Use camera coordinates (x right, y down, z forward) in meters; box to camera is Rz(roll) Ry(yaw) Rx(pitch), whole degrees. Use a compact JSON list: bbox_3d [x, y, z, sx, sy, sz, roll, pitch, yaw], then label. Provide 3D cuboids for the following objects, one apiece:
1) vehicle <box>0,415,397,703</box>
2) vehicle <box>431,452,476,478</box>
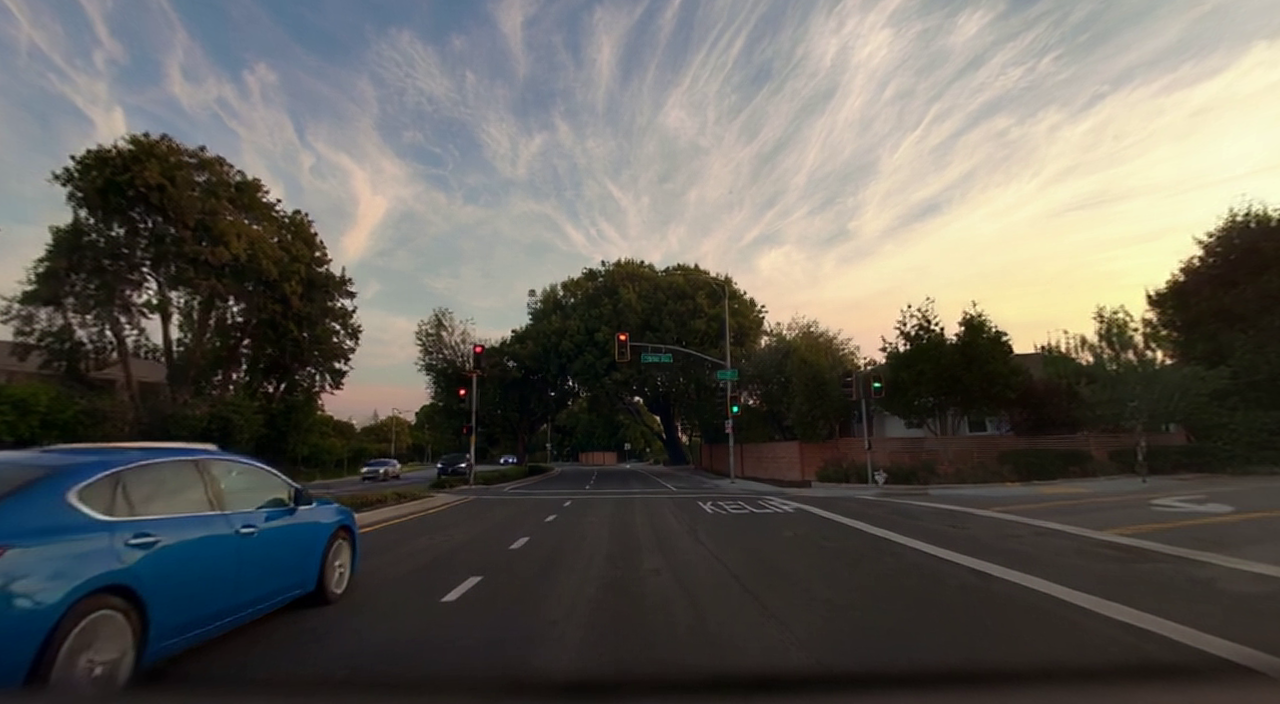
[{"bbox_3d":[-3.683,1.324,4.625,1.980,1.508,4.502,0,-9,0],"label":"vehicle"},{"bbox_3d":[-14.502,8.765,49.303,2.115,1.794,4.961,0,-9,-2],"label":"vehicle"}]
